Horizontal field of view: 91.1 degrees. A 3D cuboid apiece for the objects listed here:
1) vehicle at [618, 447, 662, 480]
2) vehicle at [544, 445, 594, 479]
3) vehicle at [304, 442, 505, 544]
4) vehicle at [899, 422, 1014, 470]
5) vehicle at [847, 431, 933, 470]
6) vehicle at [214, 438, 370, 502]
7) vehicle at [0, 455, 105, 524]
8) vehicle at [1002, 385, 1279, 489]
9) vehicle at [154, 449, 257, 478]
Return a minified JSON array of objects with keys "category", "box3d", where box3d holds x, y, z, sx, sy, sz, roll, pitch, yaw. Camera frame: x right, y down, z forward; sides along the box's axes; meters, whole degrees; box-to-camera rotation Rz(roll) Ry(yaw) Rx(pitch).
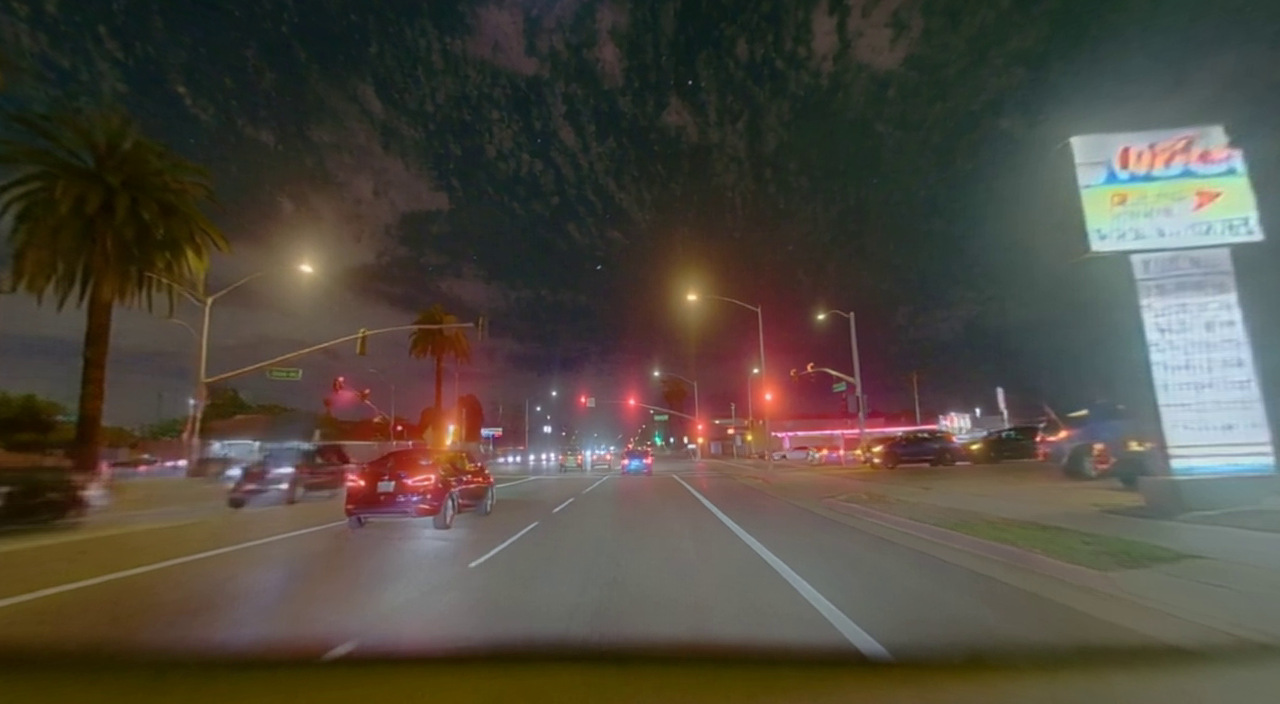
[{"category":"vehicle","box3d":[0.036,5.566,31.664,2.094,1.496,4.070,0,-8,1]},{"category":"vehicle","box3d":[-3.592,5.658,32.506,1.979,1.634,3.957,-1,-8,2]},{"category":"vehicle","box3d":[-4.021,2.449,11.675,1.904,1.513,4.410,-1,-8,2]},{"category":"vehicle","box3d":[13.784,4.157,27.877,2.345,1.886,5.809,-1,-8,3]},{"category":"vehicle","box3d":[11.107,4.415,28.254,1.982,1.623,4.211,0,-8,-2]},{"category":"vehicle","box3d":[-11.775,3.998,21.869,2.286,1.922,5.328,0,-8,1]},{"category":"vehicle","box3d":[-15.626,3.240,14.832,1.946,1.514,4.498,0,-8,0]},{"category":"vehicle","box3d":[11.064,2.058,14.648,2.111,1.875,5.301,-3,-10,1]},{"category":"vehicle","box3d":[-30.910,7.921,44.762,5.616,1.927,2.324,-1,-8,2]}]
